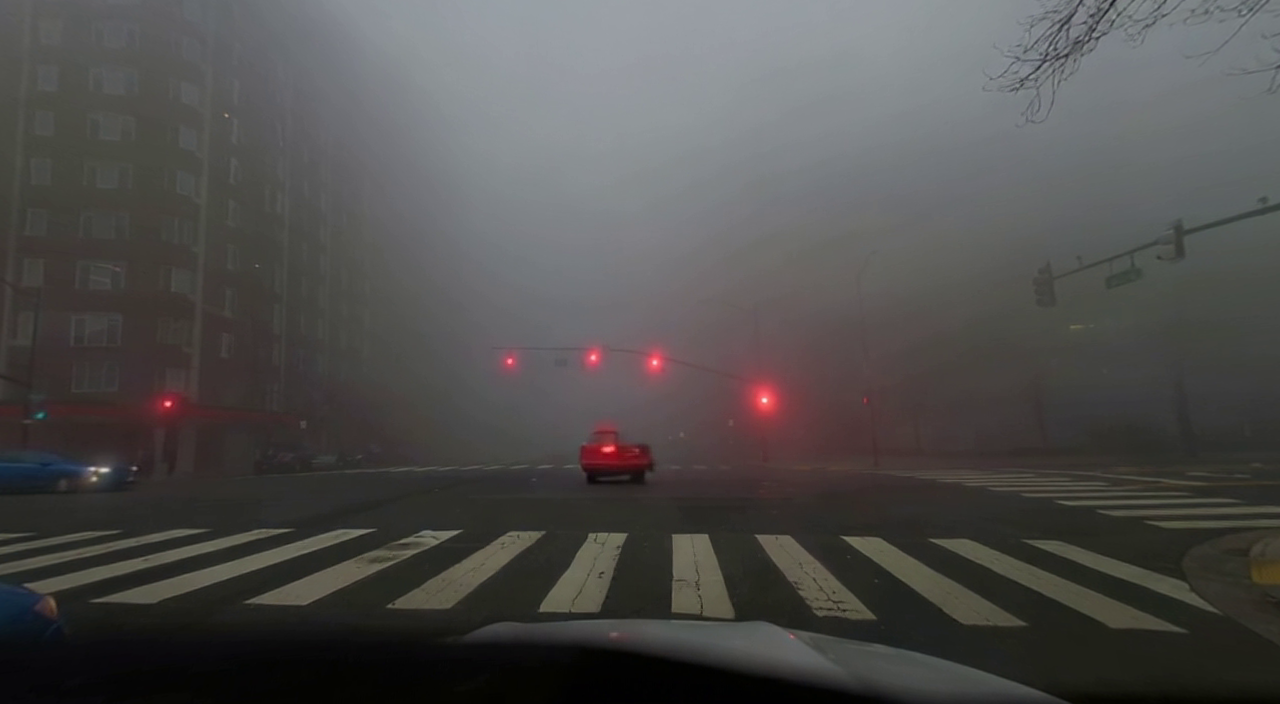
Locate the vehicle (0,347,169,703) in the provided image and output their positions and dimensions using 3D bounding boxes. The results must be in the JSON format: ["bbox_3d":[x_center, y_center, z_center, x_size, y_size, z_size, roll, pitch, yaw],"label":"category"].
[{"bbox_3d":[-3.635,0.616,1.061,2.109,1.692,4.587,0,-8,0],"label":"vehicle"}]
